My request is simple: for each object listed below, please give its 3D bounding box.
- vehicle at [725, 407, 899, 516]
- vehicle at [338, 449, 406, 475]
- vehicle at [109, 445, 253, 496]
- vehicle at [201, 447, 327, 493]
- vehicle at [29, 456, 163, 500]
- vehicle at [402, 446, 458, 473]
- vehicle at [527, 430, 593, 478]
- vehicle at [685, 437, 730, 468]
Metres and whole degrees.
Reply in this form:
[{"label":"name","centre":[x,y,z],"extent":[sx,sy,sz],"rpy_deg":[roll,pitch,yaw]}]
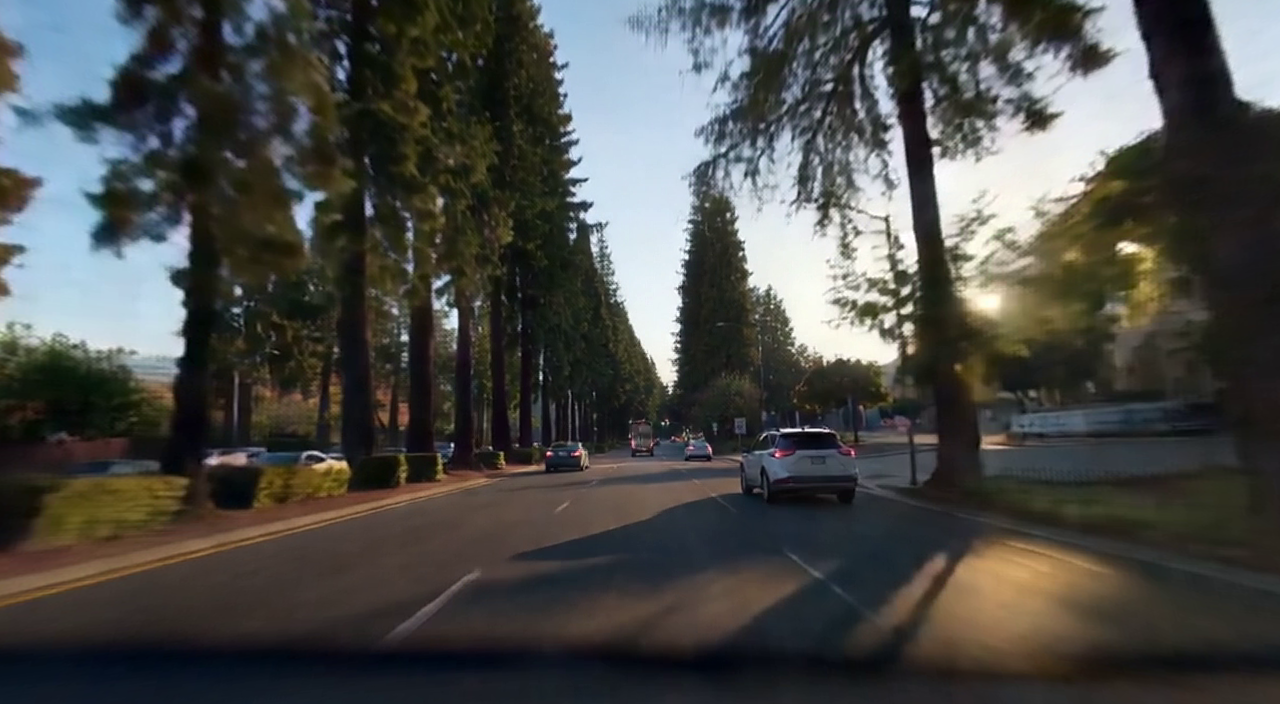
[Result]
[{"label":"vehicle","centre":[3.616,2.486,14.783],"extent":[2.381,2.008,5.971],"rpy_deg":[0,-8,0]},{"label":"vehicle","centre":[-17.136,7.019,40.595],"extent":[2.105,1.507,4.927],"rpy_deg":[0,-8,1]},{"label":"vehicle","centre":[-17.664,4.523,24.615],"extent":[2.059,1.780,4.641],"rpy_deg":[0,-8,1]},{"label":"vehicle","centre":[-13.735,4.289,23.387],"extent":[1.887,1.513,4.442],"rpy_deg":[0,-8,0]},{"label":"vehicle","centre":[-24.125,5.560,28.246],"extent":[2.173,1.674,4.690],"rpy_deg":[1,-8,-7]},{"label":"vehicle","centre":[-13.482,6.898,40.840],"extent":[1.989,1.584,5.018],"rpy_deg":[0,-8,-1]},{"label":"vehicle","centre":[-3.483,4.572,28.411],"extent":[2.255,1.940,4.822],"rpy_deg":[0,-8,1]},{"label":"vehicle","centre":[4.102,6.216,39.193],"extent":[2.280,1.757,4.572],"rpy_deg":[0,-8,0]}]
